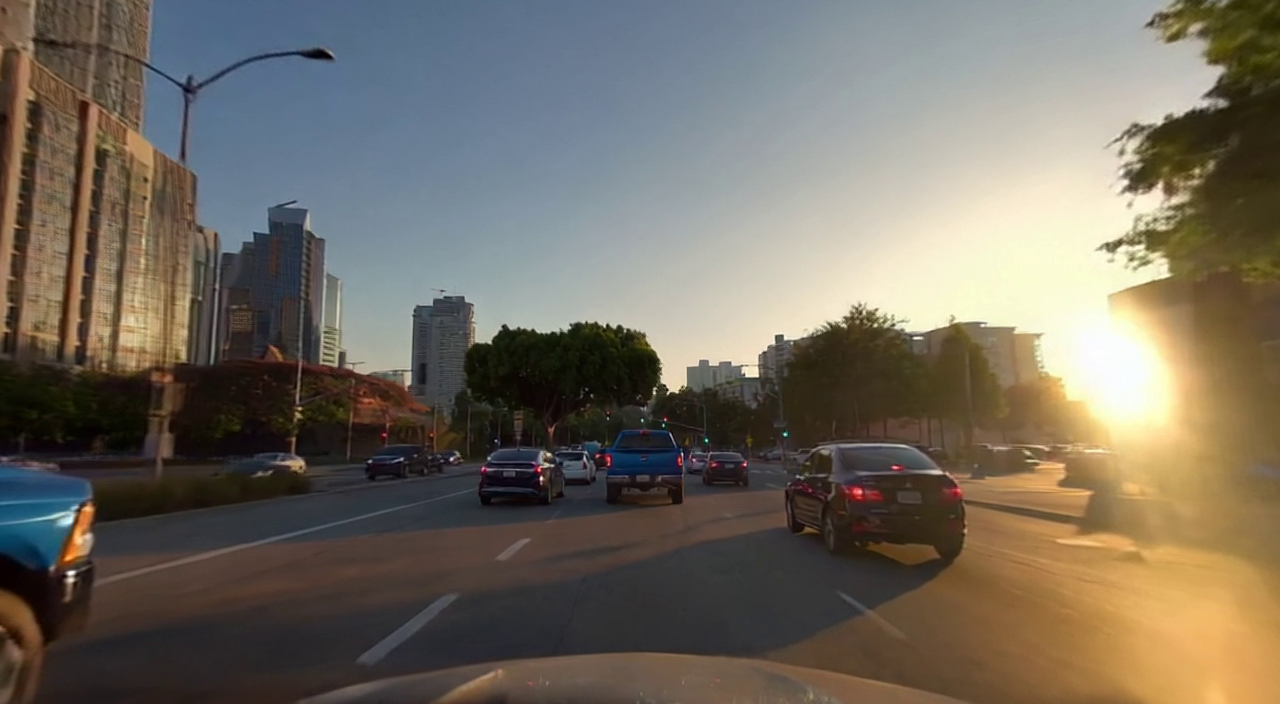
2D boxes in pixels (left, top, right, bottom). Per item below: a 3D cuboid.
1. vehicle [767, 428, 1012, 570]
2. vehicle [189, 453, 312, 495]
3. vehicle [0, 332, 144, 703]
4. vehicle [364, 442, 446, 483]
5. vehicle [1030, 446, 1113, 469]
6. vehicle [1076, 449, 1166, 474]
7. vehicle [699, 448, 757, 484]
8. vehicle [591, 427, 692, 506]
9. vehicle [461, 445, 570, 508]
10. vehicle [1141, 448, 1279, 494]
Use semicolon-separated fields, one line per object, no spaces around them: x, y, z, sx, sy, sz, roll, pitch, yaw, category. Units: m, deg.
3.318;2.014;9.444;1.955;1.628;4.152;0;-8;0;vehicle
-15.283;4.771;25.103;1.932;1.449;4.545;0;-8;1;vehicle
-3.576;0.559;0.824;1.994;1.759;4.709;0;-8;0;vehicle
-11.648;5.485;31.638;2.150;1.838;4.981;0;-8;0;vehicle
32.387;7.951;47.403;4.631;1.658;1.900;-2;-9;10;vehicle
32.054;7.295;42.099;4.345;1.437;1.896;-2;-8;4;vehicle
3.935;5.137;28.853;1.968;1.472;4.456;0;-8;0;vehicle
0.036;3.191;18.072;2.493;1.934;4.957;0;-8;0;vehicle
-3.222;3.298;17.300;1.986;1.465;4.509;0;-8;1;vehicle
22.257;4.382;23.648;2.003;1.515;4.939;3;-9;-22;vehicle
